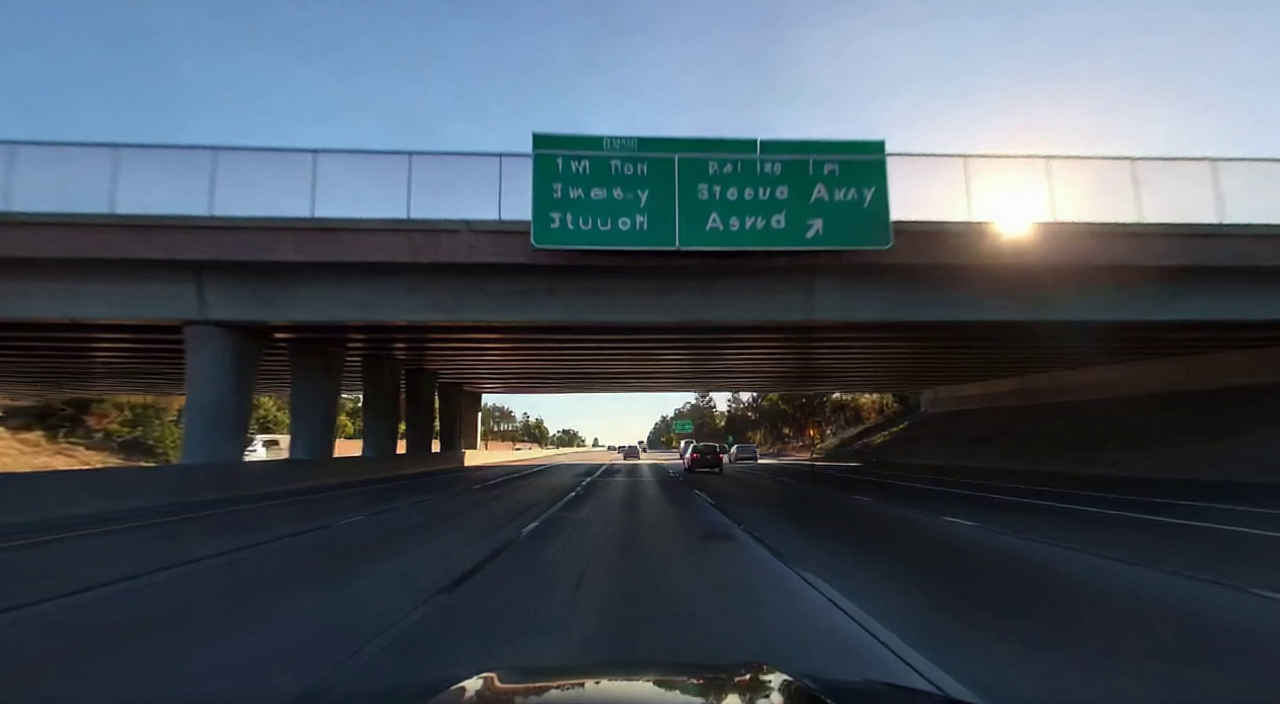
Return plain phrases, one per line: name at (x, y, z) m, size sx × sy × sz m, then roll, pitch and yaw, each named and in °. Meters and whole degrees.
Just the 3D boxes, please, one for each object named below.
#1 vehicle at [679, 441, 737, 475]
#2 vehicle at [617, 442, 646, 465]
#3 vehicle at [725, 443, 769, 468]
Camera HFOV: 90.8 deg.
vehicle at (3.131, 5.015, 30.037) m, size 2.076 × 1.472 × 4.562 m, roll 0°, pitch -9°, yaw -2°
vehicle at (-0.655, 7.428, 46.475) m, size 2.029 × 1.595 × 4.207 m, roll 0°, pitch -9°, yaw -1°
vehicle at (6.917, 6.712, 41.183) m, size 1.946 × 1.497 × 4.467 m, roll 0°, pitch -9°, yaw -2°
